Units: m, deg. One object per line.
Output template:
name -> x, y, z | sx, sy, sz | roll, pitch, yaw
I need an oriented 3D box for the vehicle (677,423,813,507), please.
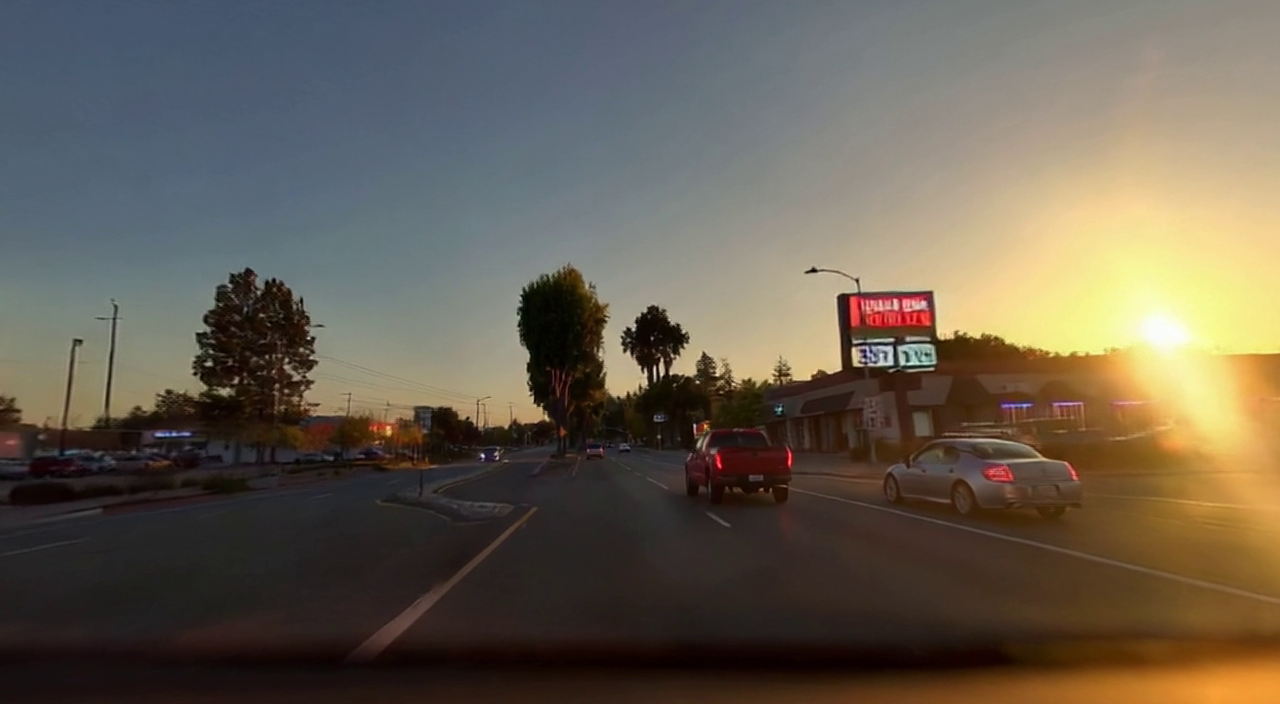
vehicle -> 2.384, 2.771, 15.932 | 2.214, 1.749, 4.998 | 1, -9, -4

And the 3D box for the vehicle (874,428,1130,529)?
vehicle -> 6.254, 2.222, 11.671 | 1.986, 1.480, 4.296 | 0, -9, -4
